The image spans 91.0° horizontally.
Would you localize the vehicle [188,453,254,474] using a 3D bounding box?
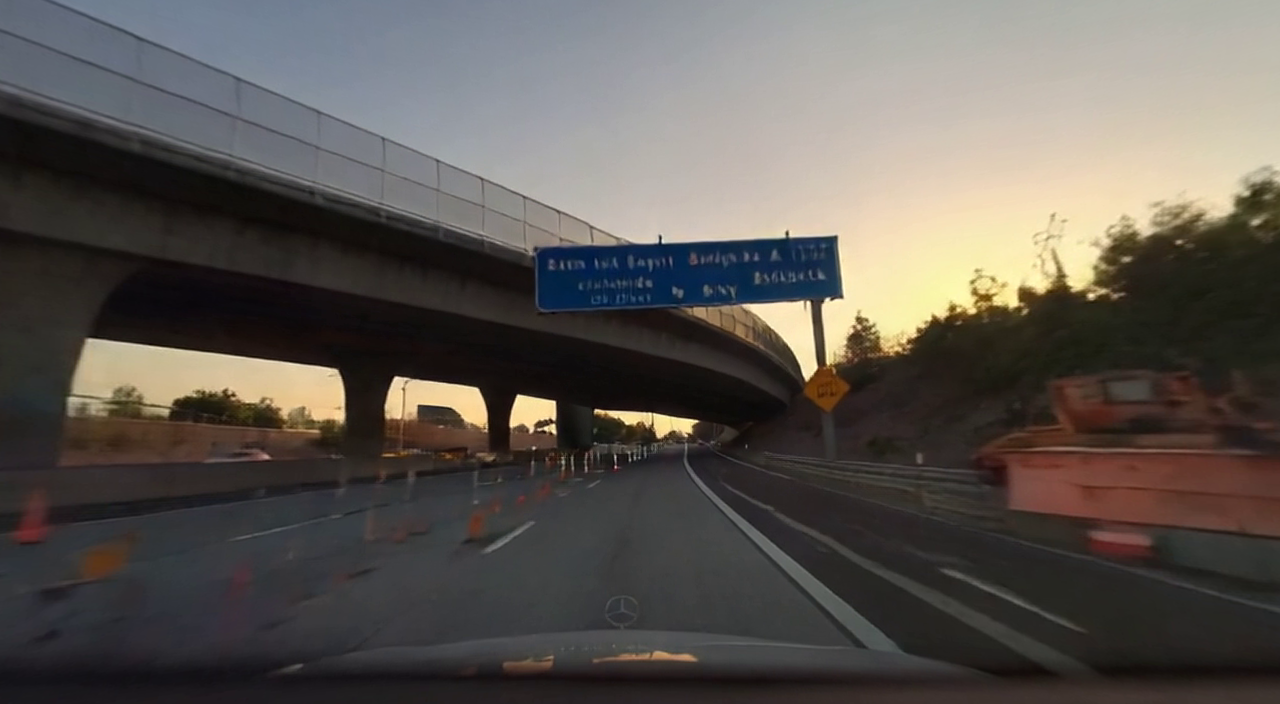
[{"bbox_3d":[-29.632,7.883,44.720,1.761,1.443,4.092,0,-9,2],"label":"vehicle"}]
